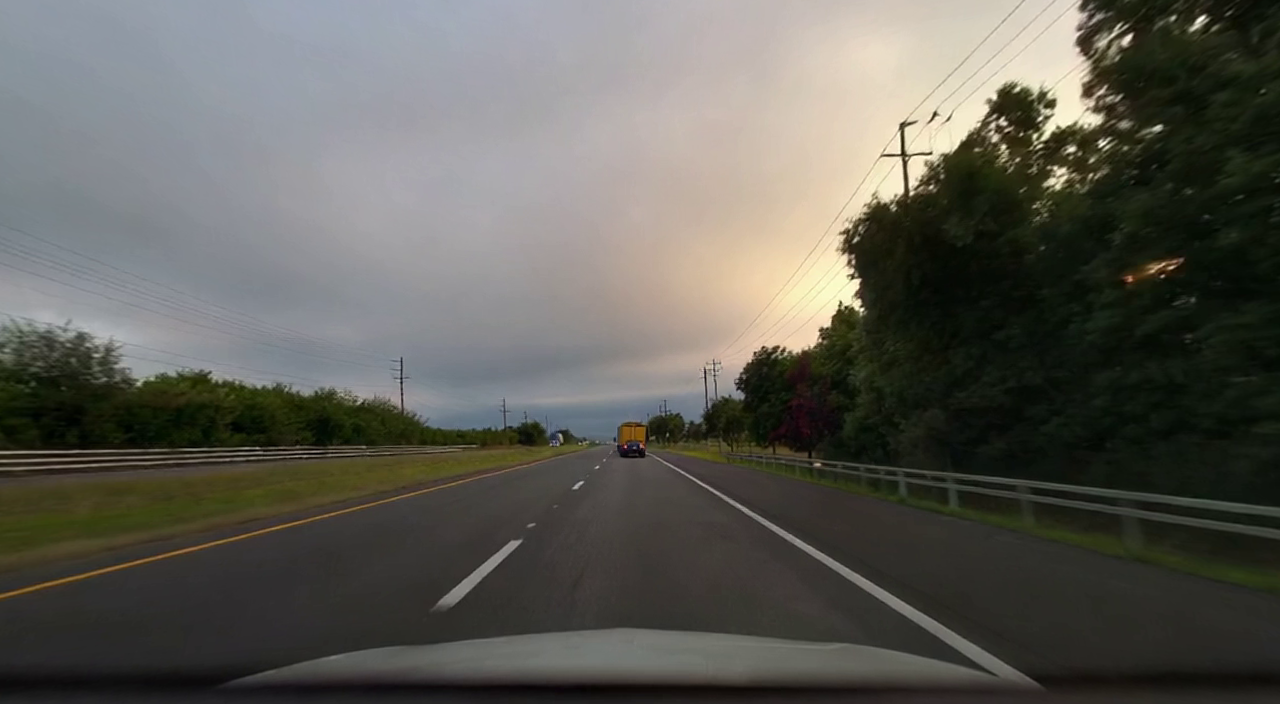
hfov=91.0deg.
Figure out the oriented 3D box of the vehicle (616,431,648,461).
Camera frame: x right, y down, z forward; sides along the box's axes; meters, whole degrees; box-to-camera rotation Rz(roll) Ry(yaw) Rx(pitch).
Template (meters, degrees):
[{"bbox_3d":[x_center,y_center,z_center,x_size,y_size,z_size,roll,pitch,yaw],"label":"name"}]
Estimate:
[{"bbox_3d":[-0.622,6.981,46.937,2.240,2.129,4.480,0,-8,-2],"label":"vehicle"}]
